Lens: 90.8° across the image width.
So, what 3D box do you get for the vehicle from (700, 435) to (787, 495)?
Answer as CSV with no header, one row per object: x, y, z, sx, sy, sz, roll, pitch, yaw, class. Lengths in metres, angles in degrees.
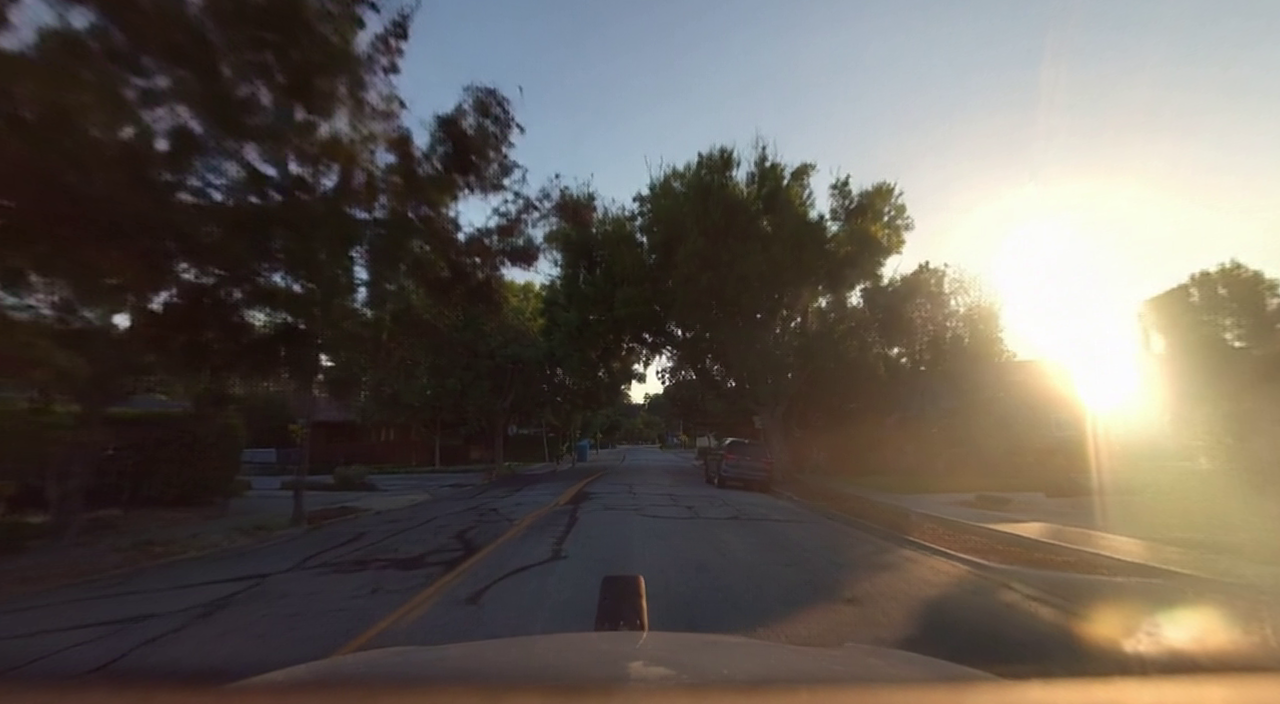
3.196,3.594,20.477,2.086,1.726,4.384,0,-9,0,vehicle
